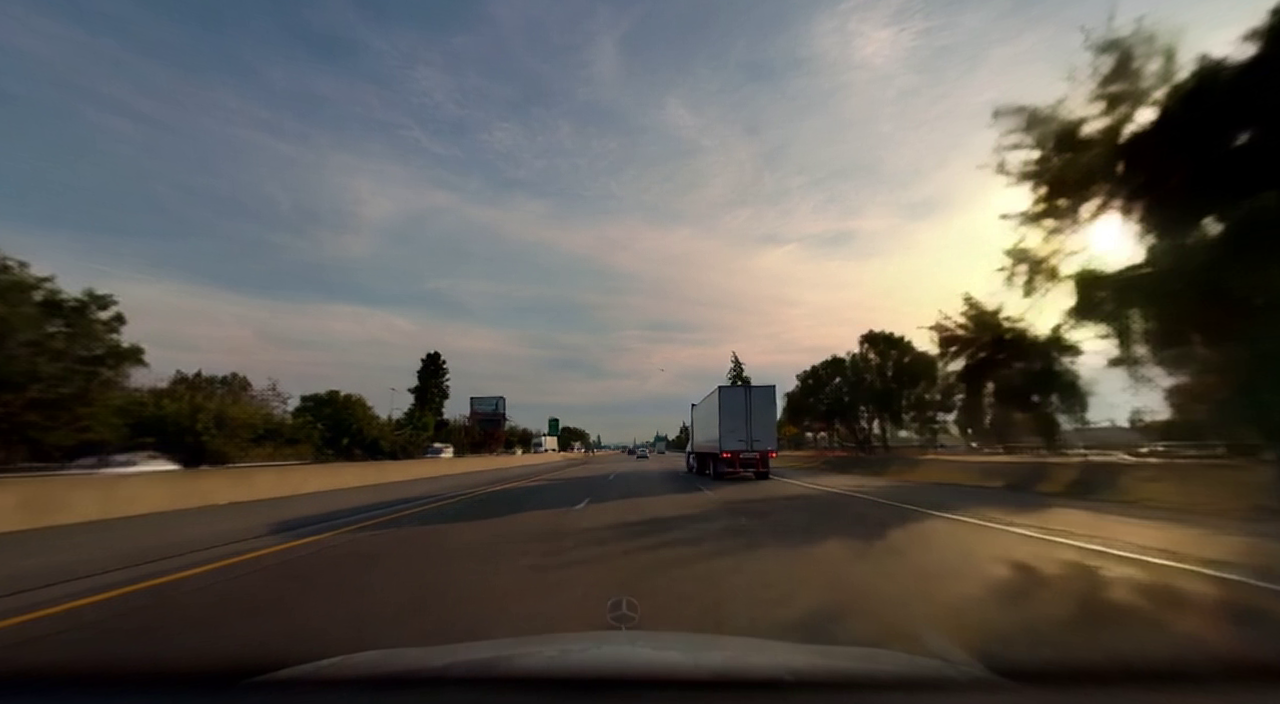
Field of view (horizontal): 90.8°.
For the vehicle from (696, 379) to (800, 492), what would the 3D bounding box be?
[{"bbox_3d":[4.698,4.116,30.494,3.058,4.312,12.251,0,-9,1],"label":"vehicle"}]
